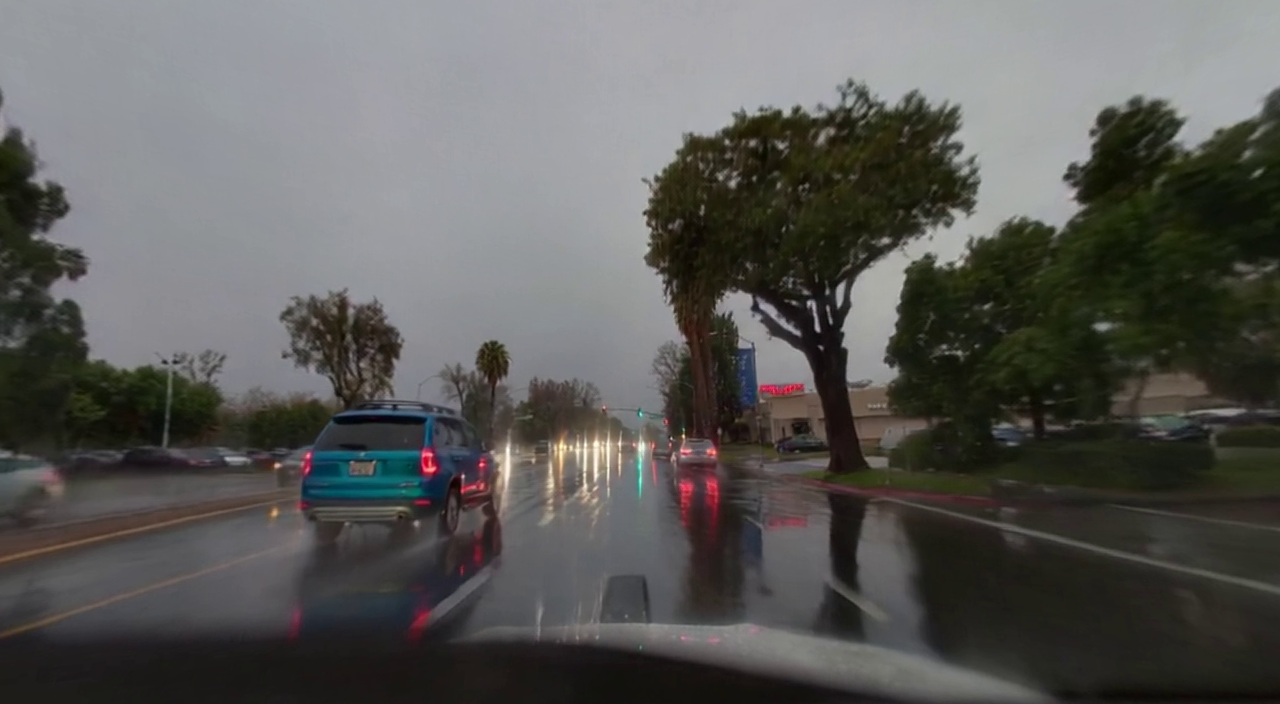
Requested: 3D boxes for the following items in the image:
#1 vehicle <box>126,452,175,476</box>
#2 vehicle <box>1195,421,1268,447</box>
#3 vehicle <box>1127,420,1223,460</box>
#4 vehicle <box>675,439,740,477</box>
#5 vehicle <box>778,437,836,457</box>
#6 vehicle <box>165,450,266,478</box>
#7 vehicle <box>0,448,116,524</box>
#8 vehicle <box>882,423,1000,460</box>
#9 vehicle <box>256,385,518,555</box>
[{"bbox_3d":[-37.005,8.417,47.584,4.378,1.687,1.968,-8,-11,40],"label":"vehicle"},{"bbox_3d":[39.365,5.514,42.081,1.982,1.611,4.314,-4,-9,21],"label":"vehicle"},{"bbox_3d":[26.719,4.448,31.714,1.993,1.806,4.813,-4,-9,20],"label":"vehicle"},{"bbox_3d":[2.825,4.566,27.434,1.919,1.472,4.470,1,-9,-6],"label":"vehicle"},{"bbox_3d":[12.334,7.020,46.597,1.874,1.386,3.745,6,-11,-37],"label":"vehicle"},{"bbox_3d":[-26.918,7.049,40.055,5.072,1.606,2.046,7,-11,-39],"label":"vehicle"},{"bbox_3d":[-14.006,2.811,13.273,1.915,1.500,4.681,0,-8,0],"label":"vehicle"},{"bbox_3d":[14.391,4.351,30.377,1.887,1.630,4.705,6,-11,-37],"label":"vehicle"},{"bbox_3d":[-3.435,1.727,9.780,2.152,1.987,4.527,0,-9,0],"label":"vehicle"}]
